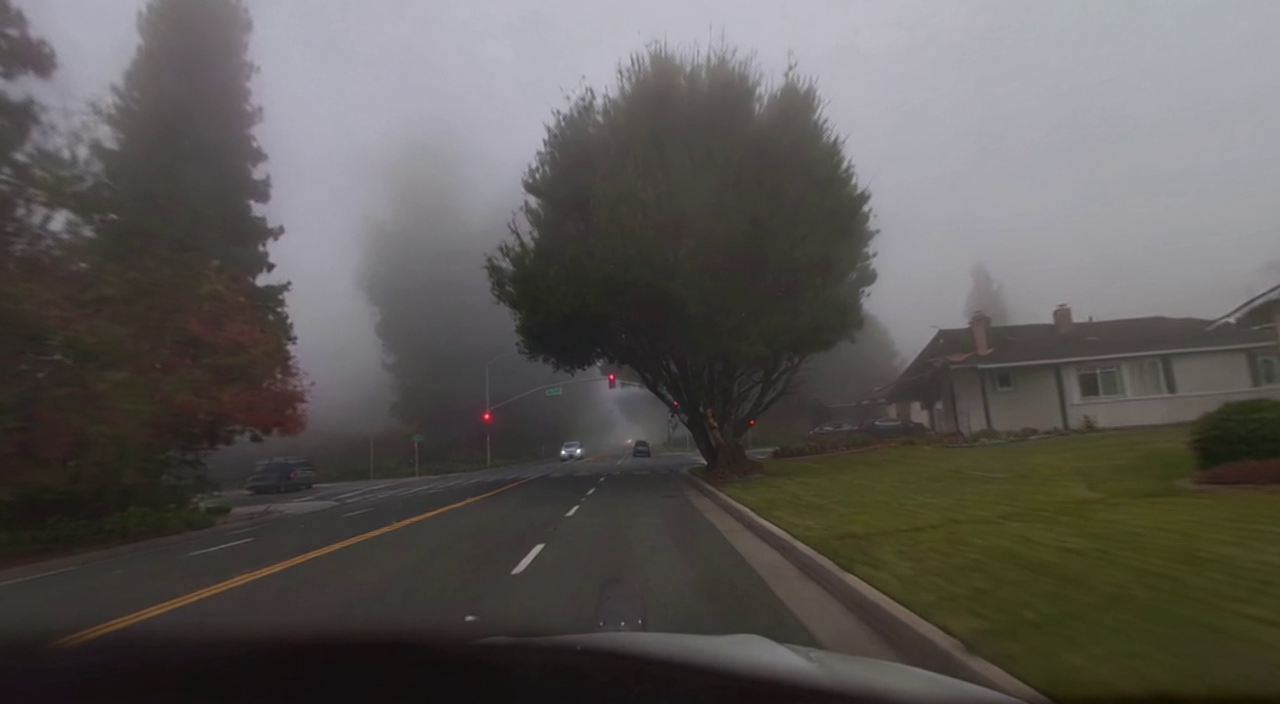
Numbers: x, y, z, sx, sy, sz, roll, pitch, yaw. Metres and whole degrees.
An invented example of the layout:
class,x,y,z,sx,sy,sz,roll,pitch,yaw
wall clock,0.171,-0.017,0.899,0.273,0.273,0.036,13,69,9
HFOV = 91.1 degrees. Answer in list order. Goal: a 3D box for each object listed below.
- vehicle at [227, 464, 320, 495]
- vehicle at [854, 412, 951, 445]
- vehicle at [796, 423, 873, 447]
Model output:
class,x,y,z,sx,sy,sz,roll,pitch,yaw
vehicle,-24.603,8.528,42.239,4.933,1.792,2.133,0,-8,4
vehicle,14.143,4.158,34.023,4.319,1.700,2.034,0,-8,0
vehicle,13.165,5.655,42.722,4.580,1.534,1.919,0,-8,-1
